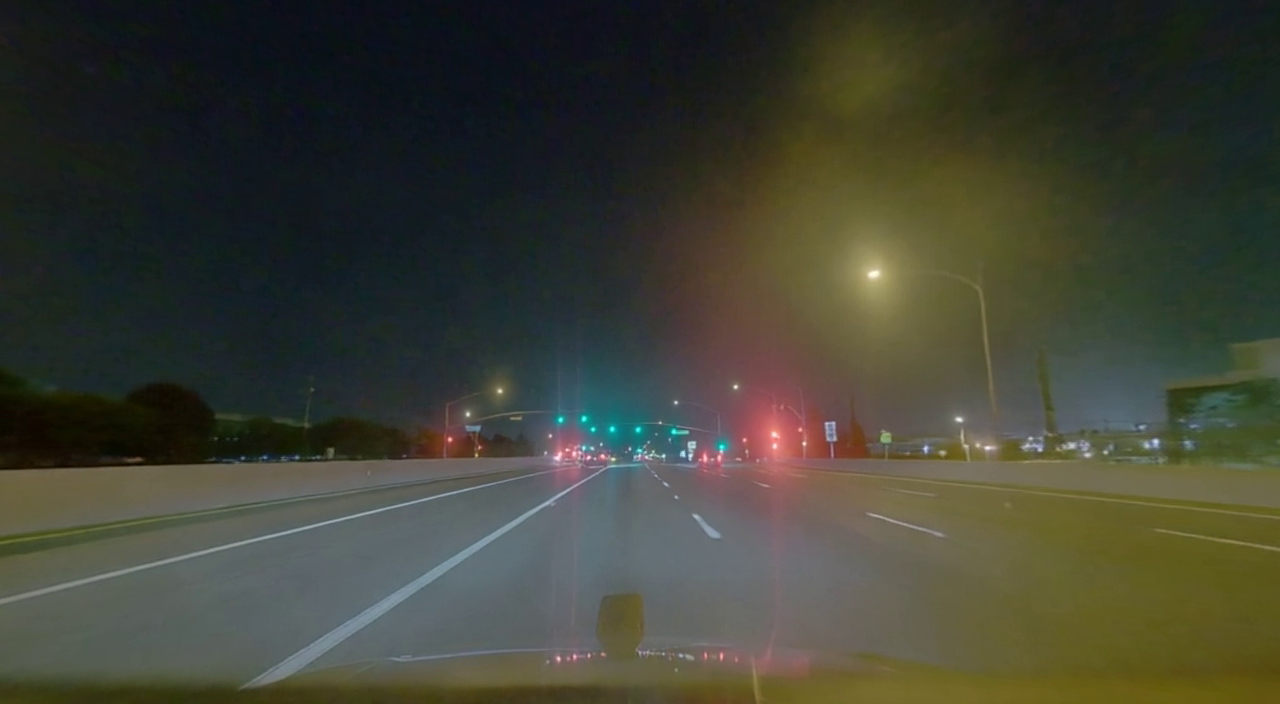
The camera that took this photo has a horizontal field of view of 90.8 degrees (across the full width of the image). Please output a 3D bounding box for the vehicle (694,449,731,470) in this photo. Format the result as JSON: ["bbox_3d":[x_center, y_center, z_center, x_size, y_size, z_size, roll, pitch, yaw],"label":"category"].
[{"bbox_3d":[5.532,8.296,48.972,2.187,1.475,4.529,0,-9,-2],"label":"vehicle"}]
